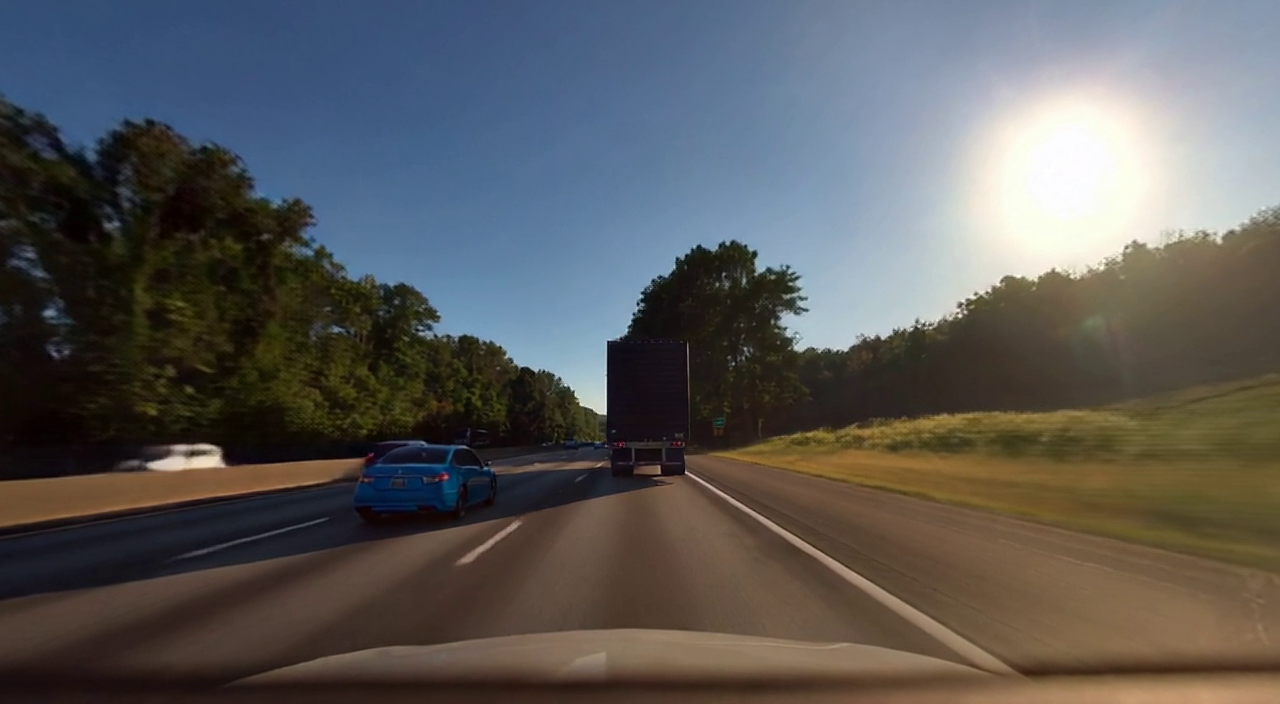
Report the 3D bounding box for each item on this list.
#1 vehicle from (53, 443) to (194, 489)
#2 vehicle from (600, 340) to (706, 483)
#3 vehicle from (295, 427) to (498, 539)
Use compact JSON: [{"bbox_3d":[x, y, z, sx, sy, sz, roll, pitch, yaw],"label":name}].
[{"bbox_3d":[-19.496,4.282,24.032,1.840,1.545,4.187,0,-8,-1],"label":"vehicle"},{"bbox_3d":[0.265,2.469,23.766,3.073,4.196,10.546,0,-8,-1],"label":"vehicle"},{"bbox_3d":[-3.864,2.131,10.919,1.854,1.530,4.268,0,-8,-1],"label":"vehicle"}]
